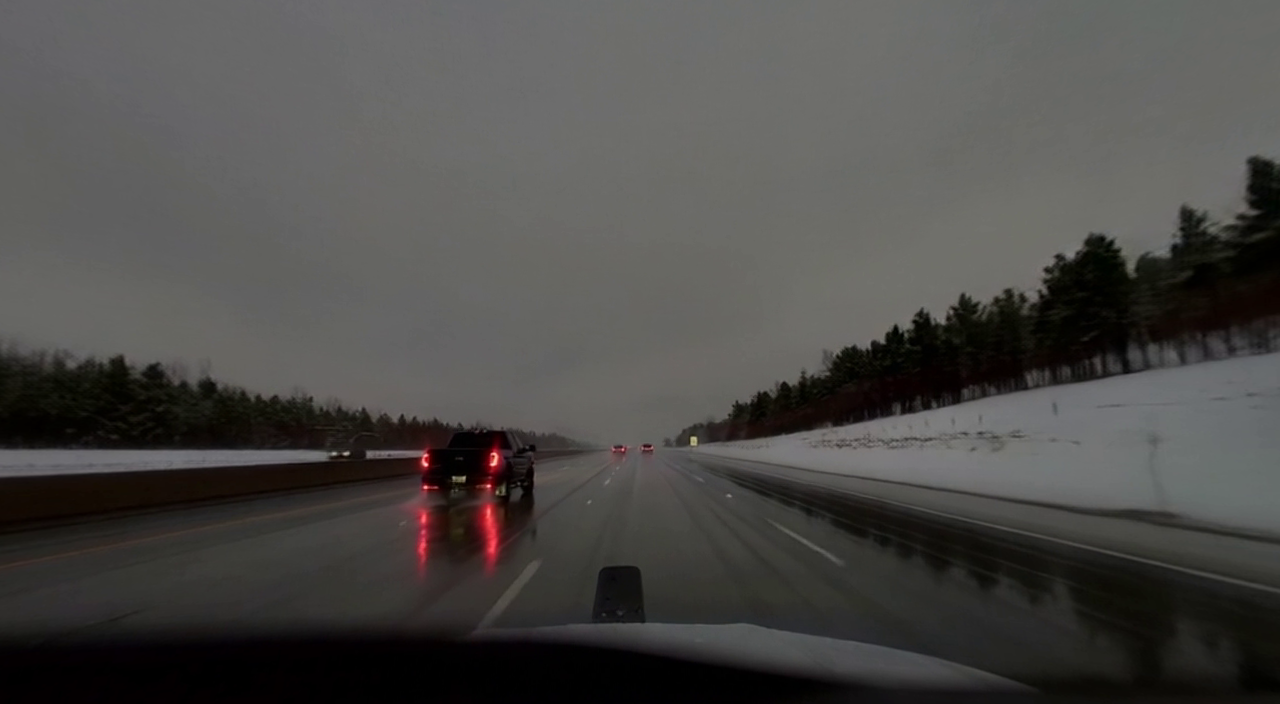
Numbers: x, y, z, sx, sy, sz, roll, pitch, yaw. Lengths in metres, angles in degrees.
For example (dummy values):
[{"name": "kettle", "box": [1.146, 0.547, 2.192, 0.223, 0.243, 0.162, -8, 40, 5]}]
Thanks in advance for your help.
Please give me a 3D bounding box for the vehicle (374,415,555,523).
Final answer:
[{"name": "vehicle", "box": [-3.540, 2.508, 14.150, 2.379, 1.918, 5.504, 0, -8, 1]}]
